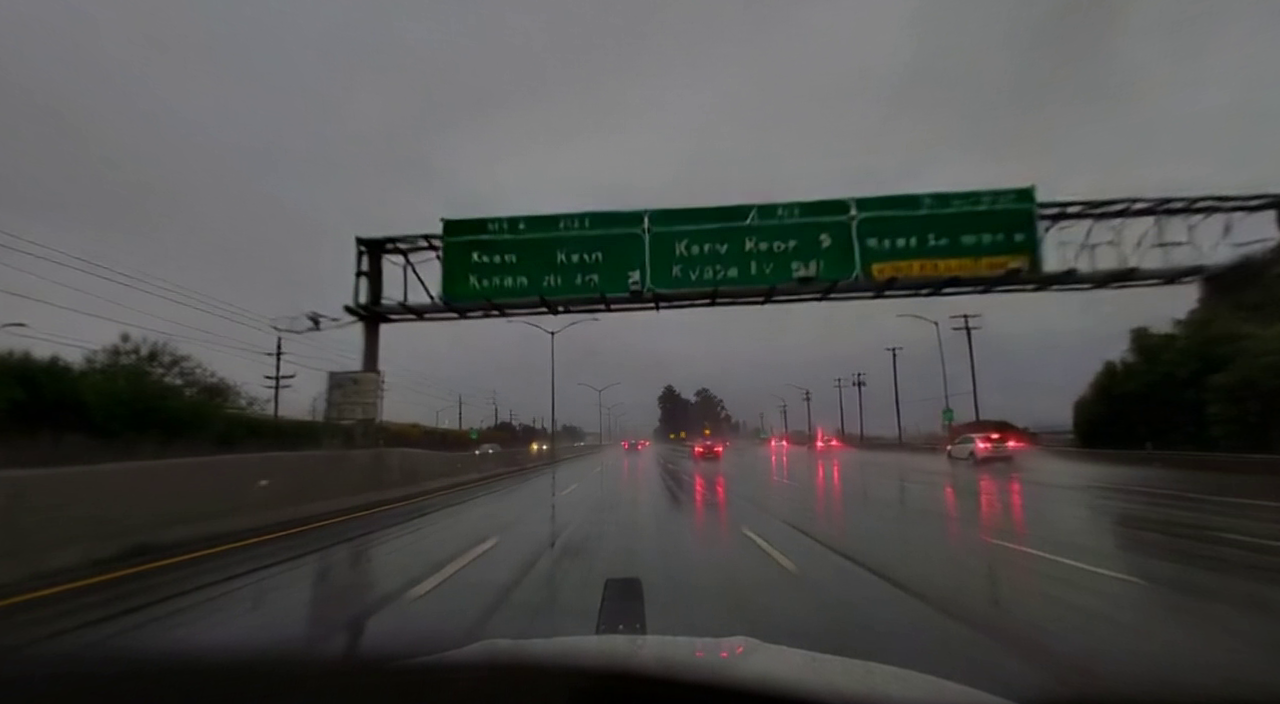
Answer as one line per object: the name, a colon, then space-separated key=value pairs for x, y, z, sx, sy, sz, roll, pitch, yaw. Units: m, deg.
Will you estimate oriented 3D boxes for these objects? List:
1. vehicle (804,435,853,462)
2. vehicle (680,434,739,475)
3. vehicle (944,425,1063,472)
vehicle: x=13.116 y=6.735 z=44.286 sx=2.070 sy=1.782 sz=5.006 roll=-1 pitch=-8 yaw=3
vehicle: x=2.941 y=4.457 z=27.629 sx=1.997 sy=1.638 sz=4.281 roll=0 pitch=-9 yaw=-2
vehicle: x=16.279 y=4.385 z=28.746 sx=2.190 sy=1.911 sz=5.658 roll=0 pitch=-8 yaw=2
